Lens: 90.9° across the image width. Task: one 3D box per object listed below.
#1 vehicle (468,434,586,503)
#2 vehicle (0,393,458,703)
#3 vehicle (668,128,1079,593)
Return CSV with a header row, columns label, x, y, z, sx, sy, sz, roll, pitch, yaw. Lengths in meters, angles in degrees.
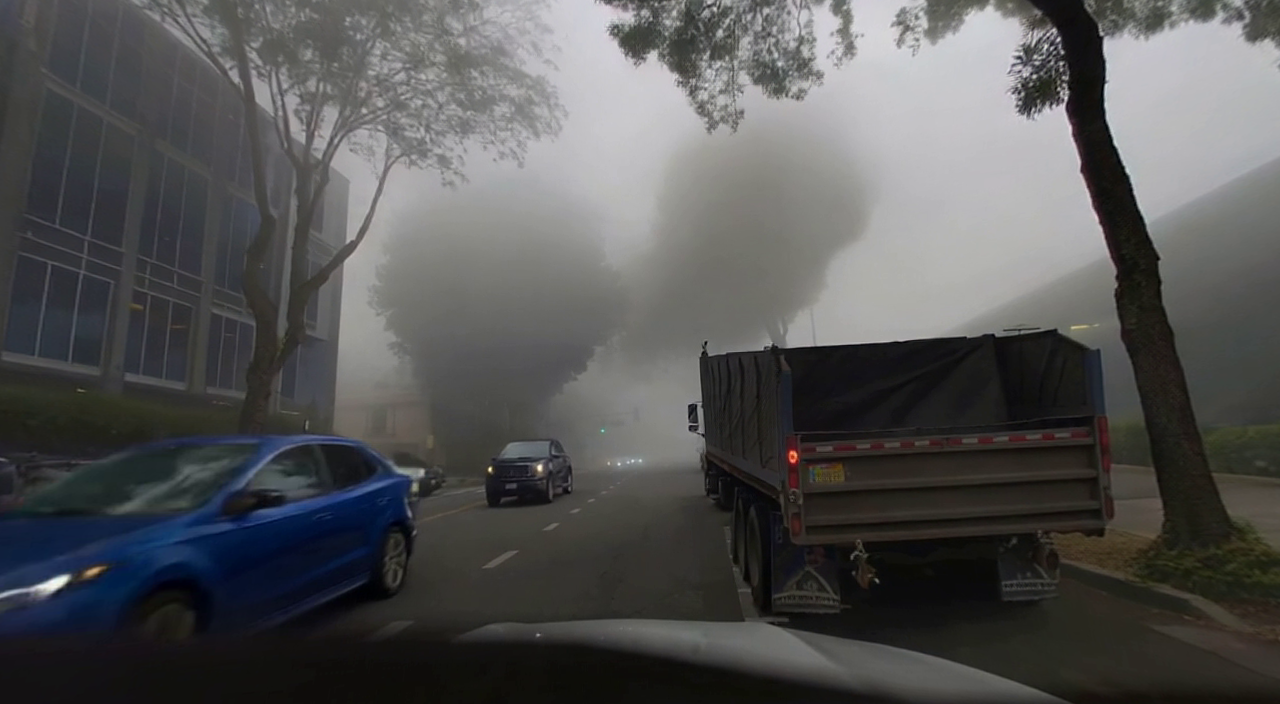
label,x,y,z,sx,sy,sz,roll,pitch,yaw
vehicle,-2.935,3.158,17.590,2.311,1.631,4.510,0,-8,2
vehicle,-3.161,1.250,4.493,2.183,1.563,4.257,-1,-8,4
vehicle,2.506,0.821,11.265,3.320,4.034,11.553,-1,-8,6
